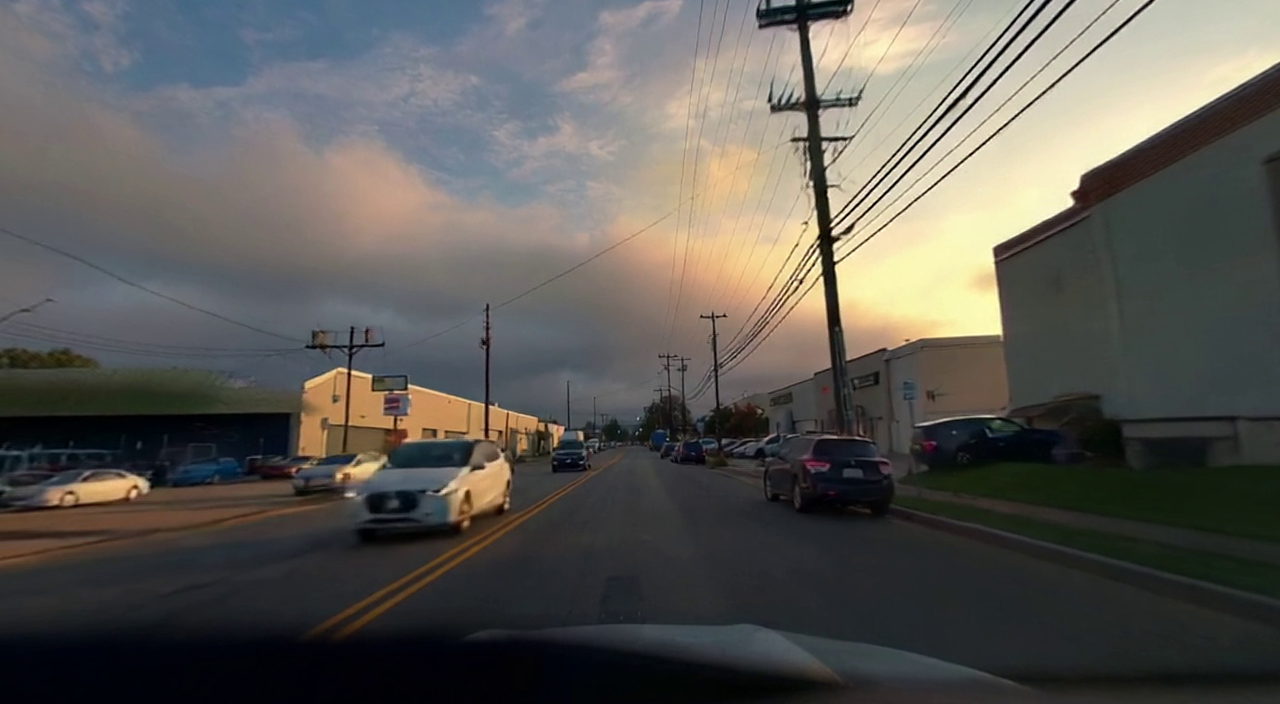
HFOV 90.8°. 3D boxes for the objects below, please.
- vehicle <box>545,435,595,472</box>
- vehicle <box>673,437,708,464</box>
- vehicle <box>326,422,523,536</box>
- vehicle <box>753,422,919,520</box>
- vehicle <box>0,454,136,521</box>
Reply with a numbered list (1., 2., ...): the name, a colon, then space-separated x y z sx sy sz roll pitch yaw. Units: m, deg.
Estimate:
1. vehicle: -3.841 5.712 35.732 2.229 1.889 4.816 0 -8 1
2. vehicle: 3.748 7.505 48.253 2.333 1.967 6.008 0 -8 1
3. vehicle: -3.705 2.271 11.920 2.100 1.723 4.433 0 -8 1
4. vehicle: 3.903 2.465 13.593 2.092 1.730 4.595 0 -8 0
5. vehicle: -16.784 3.691 17.440 1.928 1.570 4.635 -2 -8 -1
